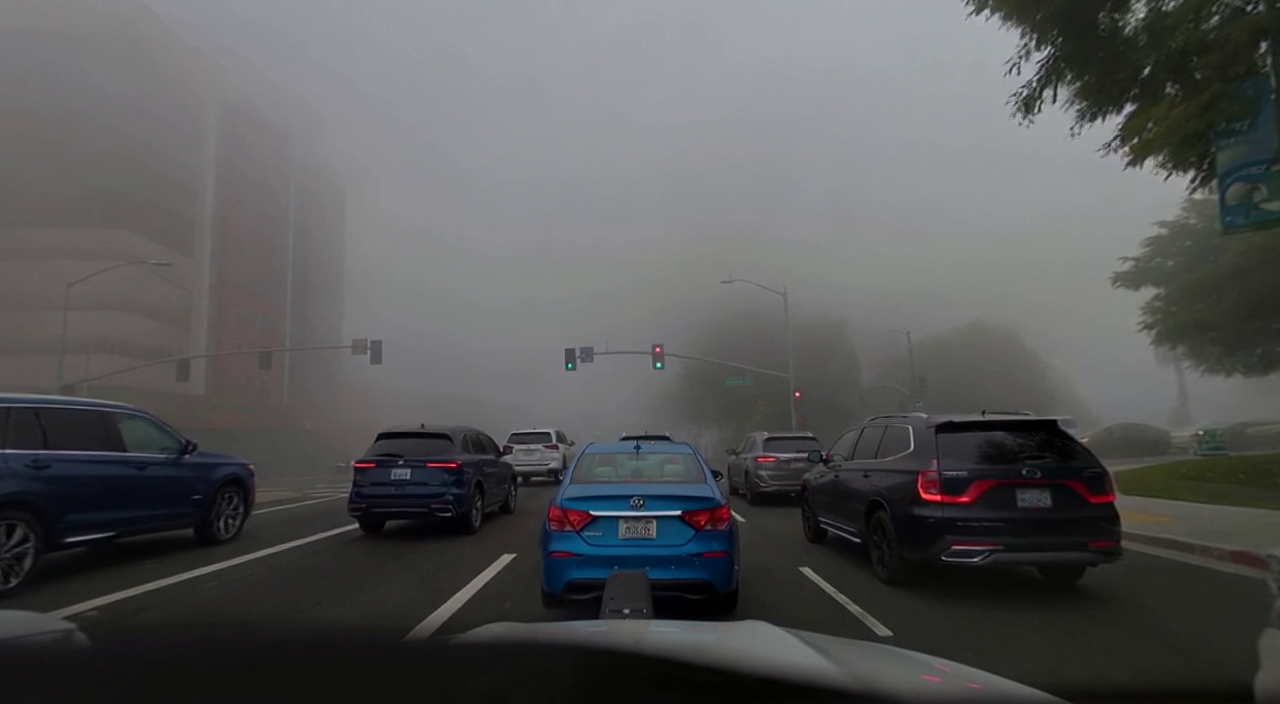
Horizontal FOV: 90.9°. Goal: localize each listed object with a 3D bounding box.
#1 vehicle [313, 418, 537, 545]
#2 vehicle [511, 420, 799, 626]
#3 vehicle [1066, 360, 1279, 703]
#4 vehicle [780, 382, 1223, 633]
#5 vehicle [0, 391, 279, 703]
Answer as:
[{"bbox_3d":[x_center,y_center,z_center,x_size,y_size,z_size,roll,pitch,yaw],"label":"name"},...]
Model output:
[{"bbox_3d":[-3.324,2.115,10.962,2.168,1.719,4.561,-1,-8,2],"label":"vehicle"},{"bbox_3d":[0.098,1.576,6.755,2.147,1.507,3.953,0,-8,0],"label":"vehicle"},{"bbox_3d":[2.888,0.583,0.372,2.051,1.548,4.532,0,-9,0],"label":"vehicle"},{"bbox_3d":[3.091,1.437,6.775,2.108,1.785,4.334,0,-8,-1],"label":"vehicle"},{"bbox_3d":[-3.361,0.799,1.534,2.144,1.505,4.635,-1,-8,1],"label":"vehicle"}]
